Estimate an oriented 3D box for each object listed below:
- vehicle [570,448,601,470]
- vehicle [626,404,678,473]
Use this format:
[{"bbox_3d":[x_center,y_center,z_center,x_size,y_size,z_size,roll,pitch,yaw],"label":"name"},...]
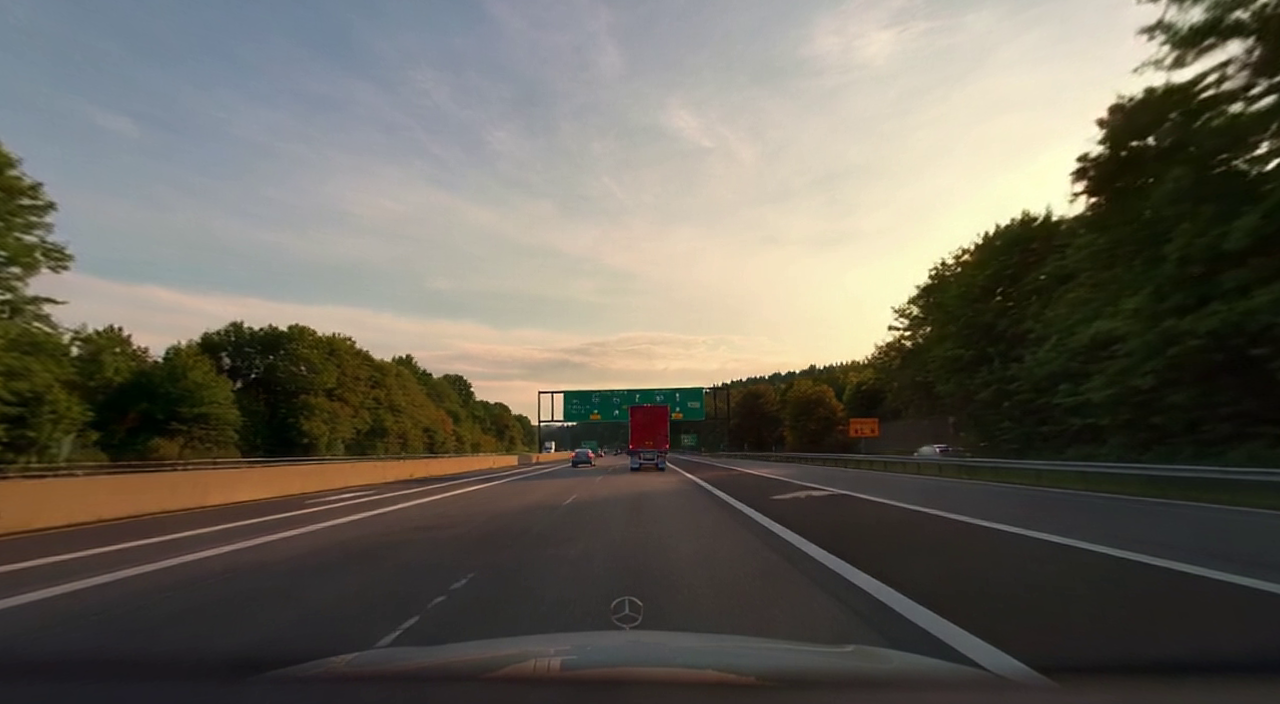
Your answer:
[{"bbox_3d":[-3.865,7.650,45.244,1.873,1.469,3.601,0,-9,0],"label":"vehicle"},{"bbox_3d":[0.720,5.863,42.339,3.022,4.072,10.318,0,-9,0],"label":"vehicle"}]
